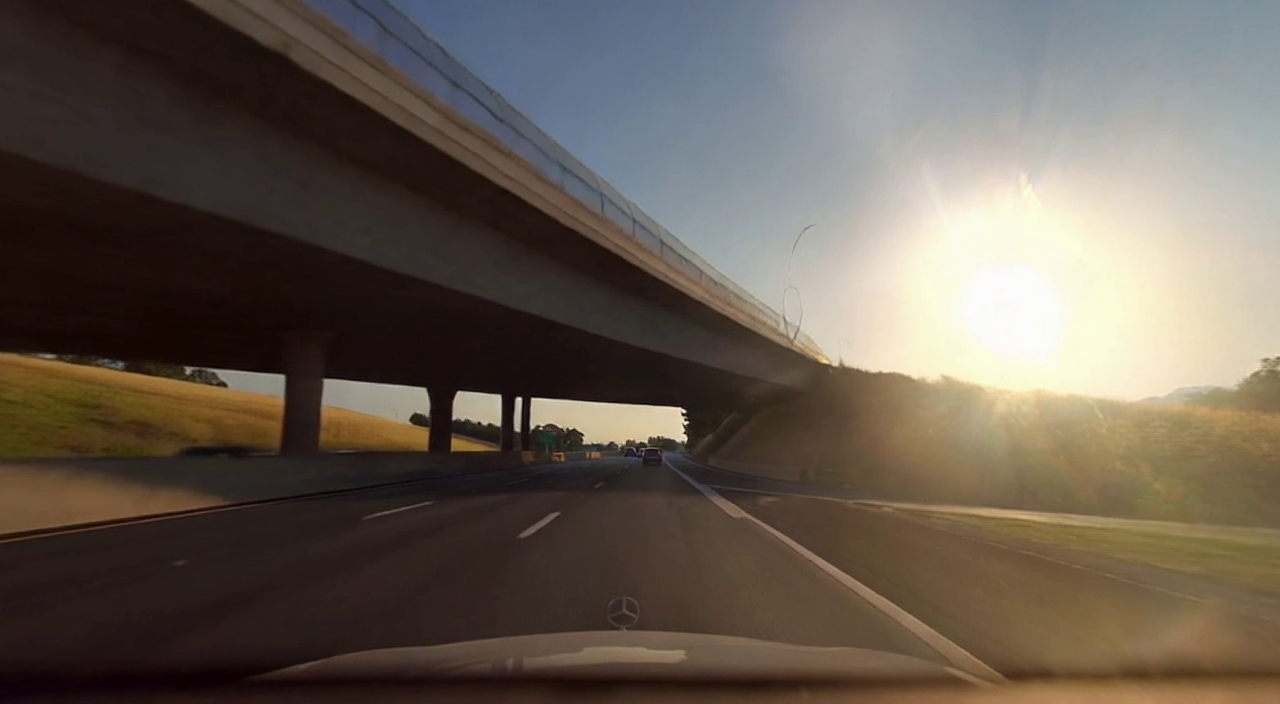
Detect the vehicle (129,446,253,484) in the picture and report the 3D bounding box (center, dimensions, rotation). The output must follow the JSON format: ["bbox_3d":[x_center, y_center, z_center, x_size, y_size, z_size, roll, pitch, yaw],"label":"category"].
[{"bbox_3d":[-19.925,5.008,28.303,2.124,1.553,4.552,0,-9,1],"label":"vehicle"}]
